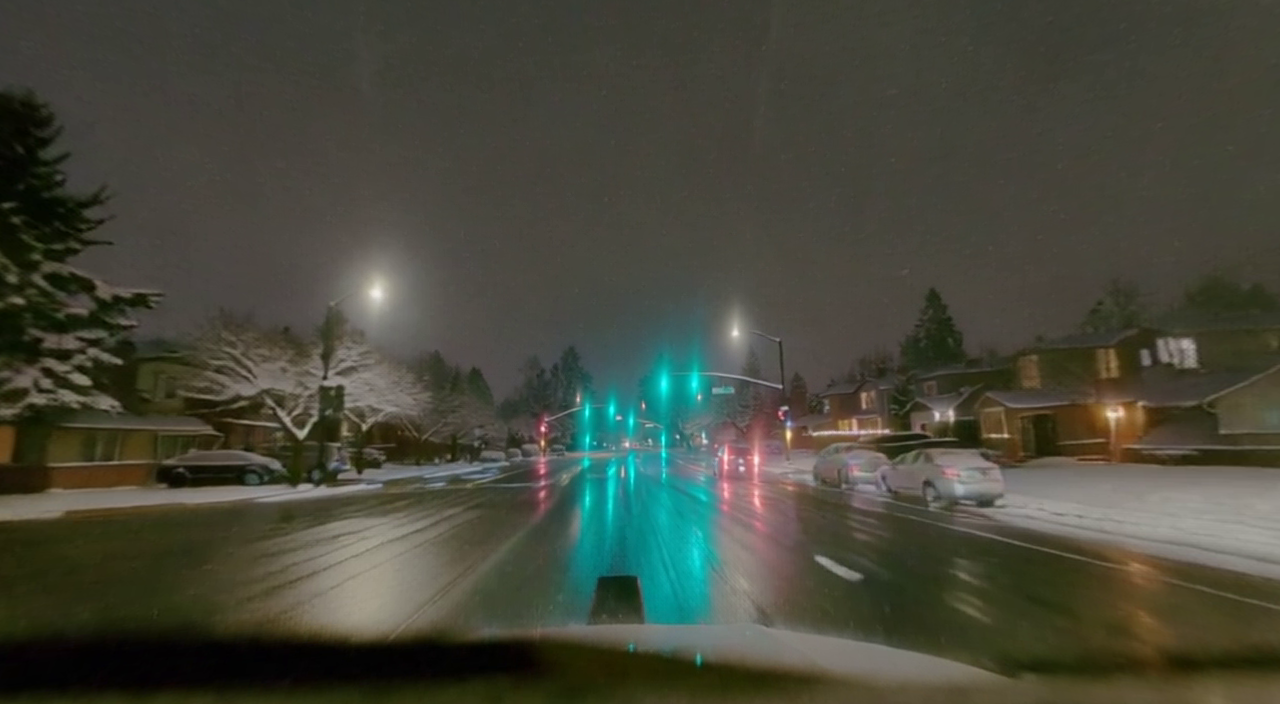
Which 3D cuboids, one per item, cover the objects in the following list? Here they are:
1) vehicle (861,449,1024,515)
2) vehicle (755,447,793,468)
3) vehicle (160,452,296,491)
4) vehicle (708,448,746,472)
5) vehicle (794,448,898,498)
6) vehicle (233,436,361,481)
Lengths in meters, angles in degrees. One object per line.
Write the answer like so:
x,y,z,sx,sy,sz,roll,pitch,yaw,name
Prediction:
7.830,3.366,16.935,1.951,1.528,4.366,1,-9,-4,vehicle
10.203,8.069,48.429,1.925,1.490,4.475,0,-9,1,vehicle
-17.936,5.207,27.694,4.598,1.445,1.973,-2,-9,-1,vehicle
6.315,7.882,46.320,2.064,1.498,4.877,4,-9,0,vehicle
7.355,4.321,23.121,1.934,1.504,4.928,4,-9,-3,vehicle
-18.055,5.657,33.520,5.096,2.070,2.687,2,-10,1,vehicle
